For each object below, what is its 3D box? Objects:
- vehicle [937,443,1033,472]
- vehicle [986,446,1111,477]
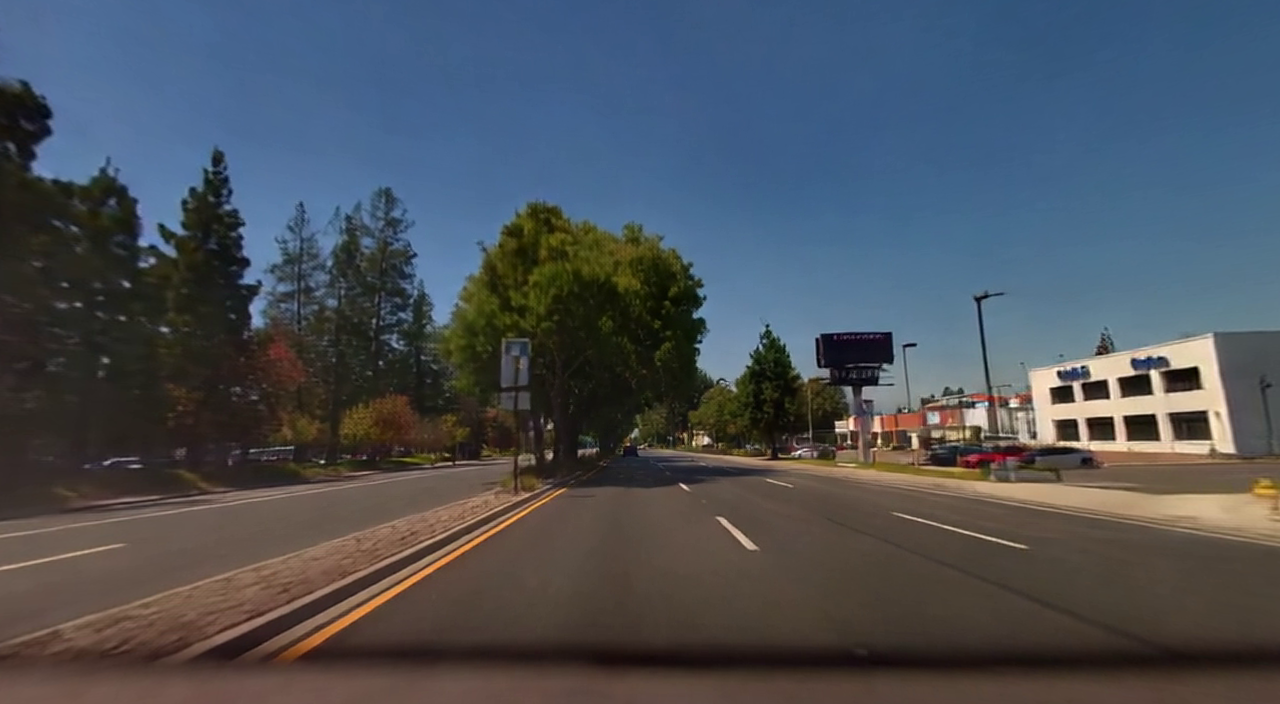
[{"bbox_3d":[20.049,6.147,36.833,4.407,1.616,1.929,0,-9,1],"label":"vehicle"},{"bbox_3d":[20.145,5.396,31.270,4.805,1.473,2.046,0,-9,-3],"label":"vehicle"}]
